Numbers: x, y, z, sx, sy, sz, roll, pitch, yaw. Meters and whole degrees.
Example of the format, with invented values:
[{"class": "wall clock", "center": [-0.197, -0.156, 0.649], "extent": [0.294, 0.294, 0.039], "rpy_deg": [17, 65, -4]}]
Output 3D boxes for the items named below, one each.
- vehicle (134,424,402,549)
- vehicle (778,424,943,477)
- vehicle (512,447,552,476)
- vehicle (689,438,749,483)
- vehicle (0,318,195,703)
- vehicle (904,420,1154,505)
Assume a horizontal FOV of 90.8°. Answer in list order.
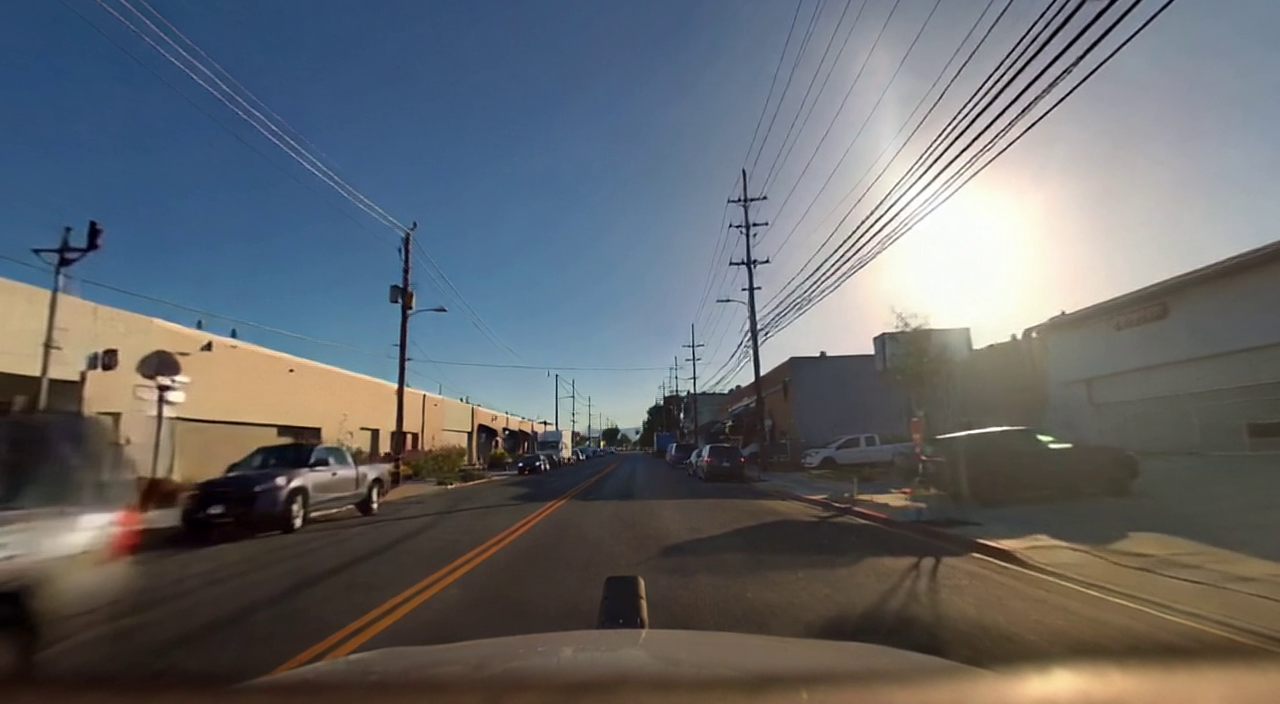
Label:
[{"class": "vehicle", "center": [-7.972, 2.884, 14.744], "extent": [2.530, 2.110, 6.445], "rpy_deg": [-3, -8, -1]}, {"class": "vehicle", "center": [10.967, 4.984, 32.017], "extent": [7.236, 2.219, 2.674], "rpy_deg": [-3, -8, 0]}, {"class": "vehicle", "center": [-7.849, 7.956, 46.246], "extent": [2.123, 1.802, 4.486], "rpy_deg": [-4, -8, -2]}, {"class": "vehicle", "center": [3.761, 5.273, 31.086], "extent": [2.333, 1.967, 6.008], "rpy_deg": [0, -9, 2]}, {"class": "vehicle", "center": [-3.598, 0.610, 1.057], "extent": [2.229, 1.889, 4.816], "rpy_deg": [0, -9, -1]}, {"class": "vehicle", "center": [8.897, 2.575, 14.831], "extent": [4.406, 1.822, 2.071], "rpy_deg": [0, -9, 2]}]
